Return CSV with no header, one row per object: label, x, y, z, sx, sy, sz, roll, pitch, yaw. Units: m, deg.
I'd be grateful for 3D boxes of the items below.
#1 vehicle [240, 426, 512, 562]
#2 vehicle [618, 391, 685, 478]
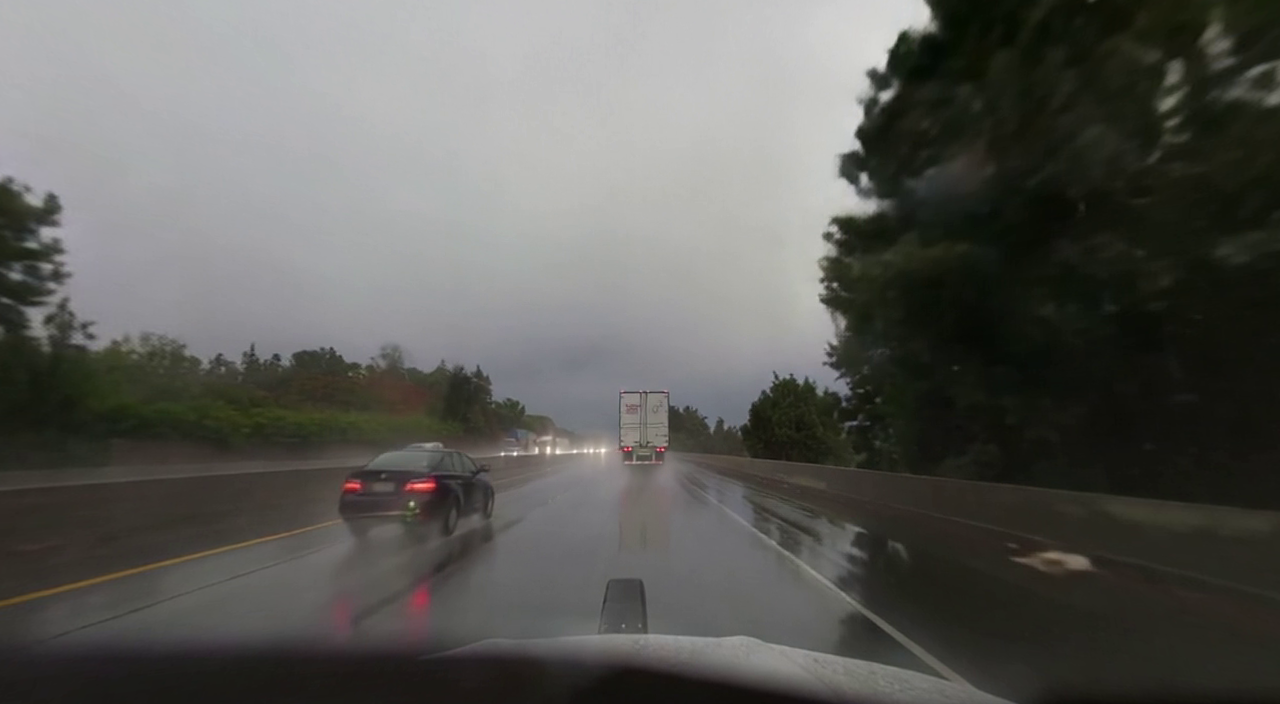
vehicle,-3.551,2.042,9.803,2.074,1.546,4.946,0,-9,0
vehicle,0.431,4.413,32.880,2.959,3.828,9.617,0,-9,-1
